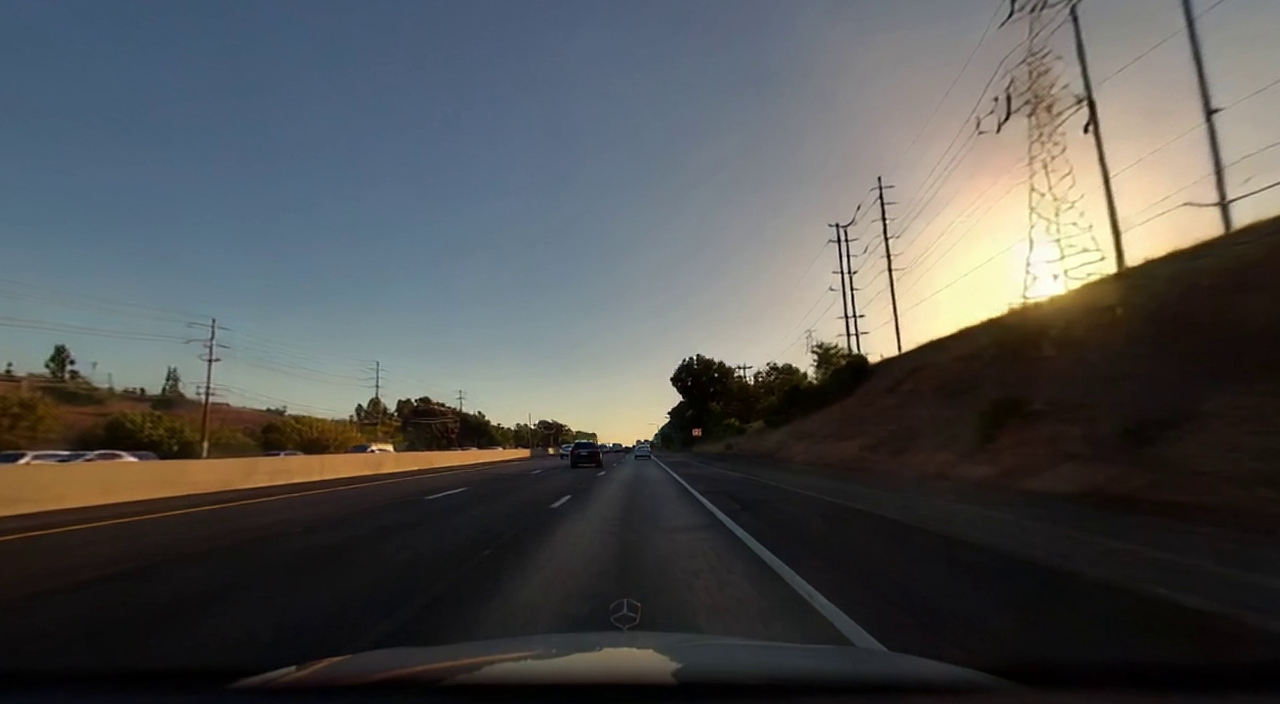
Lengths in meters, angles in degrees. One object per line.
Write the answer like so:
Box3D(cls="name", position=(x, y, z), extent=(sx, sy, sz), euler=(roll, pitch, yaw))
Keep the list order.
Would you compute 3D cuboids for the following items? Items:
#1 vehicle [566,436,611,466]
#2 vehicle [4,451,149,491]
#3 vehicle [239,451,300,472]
Box3D(cls="vehicle", position=(-3.462, 6.818, 43.527), extent=(2.577, 1.939, 5.408), euler=(0, -9, 1))
Box3D(cls="vehicle", position=(-24.021, 5.063, 27.123), extent=(1.989, 1.546, 4.558), euler=(0, -9, 0))
Box3D(cls="vehicle", position=(-28.274, 8.389, 48.247), extent=(1.821, 1.501, 4.492), euler=(0, -9, 1))
